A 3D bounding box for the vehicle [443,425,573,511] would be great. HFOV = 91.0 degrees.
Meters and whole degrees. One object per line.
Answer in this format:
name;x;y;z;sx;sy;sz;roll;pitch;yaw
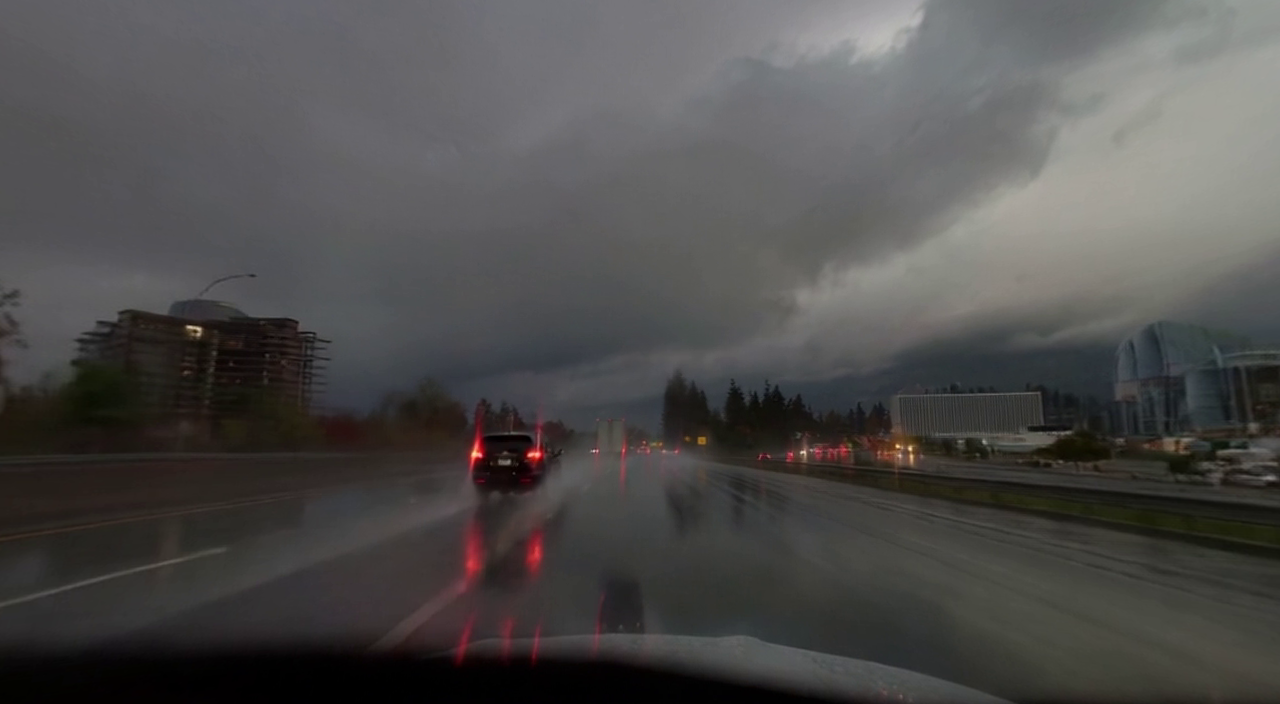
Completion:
vehicle;-2.960;2.731;15.247;2.111;1.742;4.315;0;-9;1
